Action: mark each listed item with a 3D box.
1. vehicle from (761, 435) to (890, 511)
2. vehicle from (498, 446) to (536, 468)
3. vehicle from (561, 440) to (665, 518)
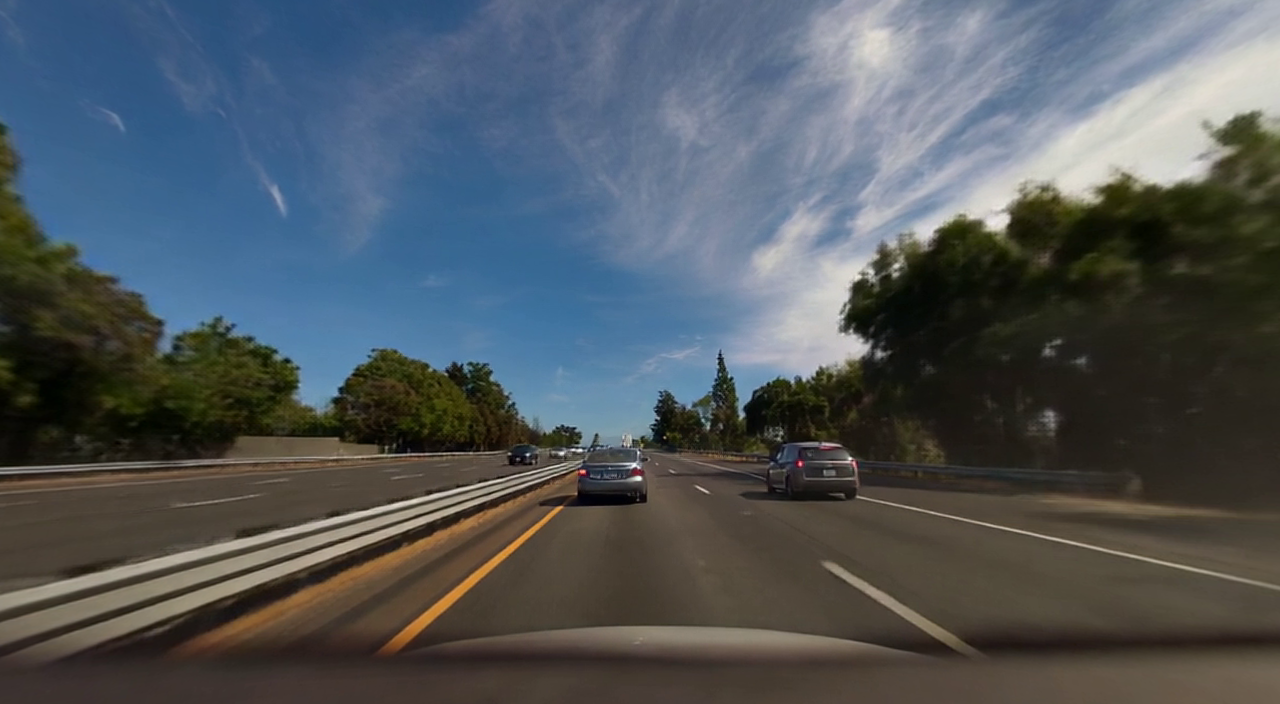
[{"bbox_3d":[4.254,2.836,15.053,1.910,1.554,3.718,0,-9,0],"label":"vehicle"},{"bbox_3d":[-9.046,7.745,46.440,1.927,1.496,4.600,0,-9,0],"label":"vehicle"},{"bbox_3d":[-0.528,2.796,14.271,2.013,1.479,4.169,0,-9,0],"label":"vehicle"}]
